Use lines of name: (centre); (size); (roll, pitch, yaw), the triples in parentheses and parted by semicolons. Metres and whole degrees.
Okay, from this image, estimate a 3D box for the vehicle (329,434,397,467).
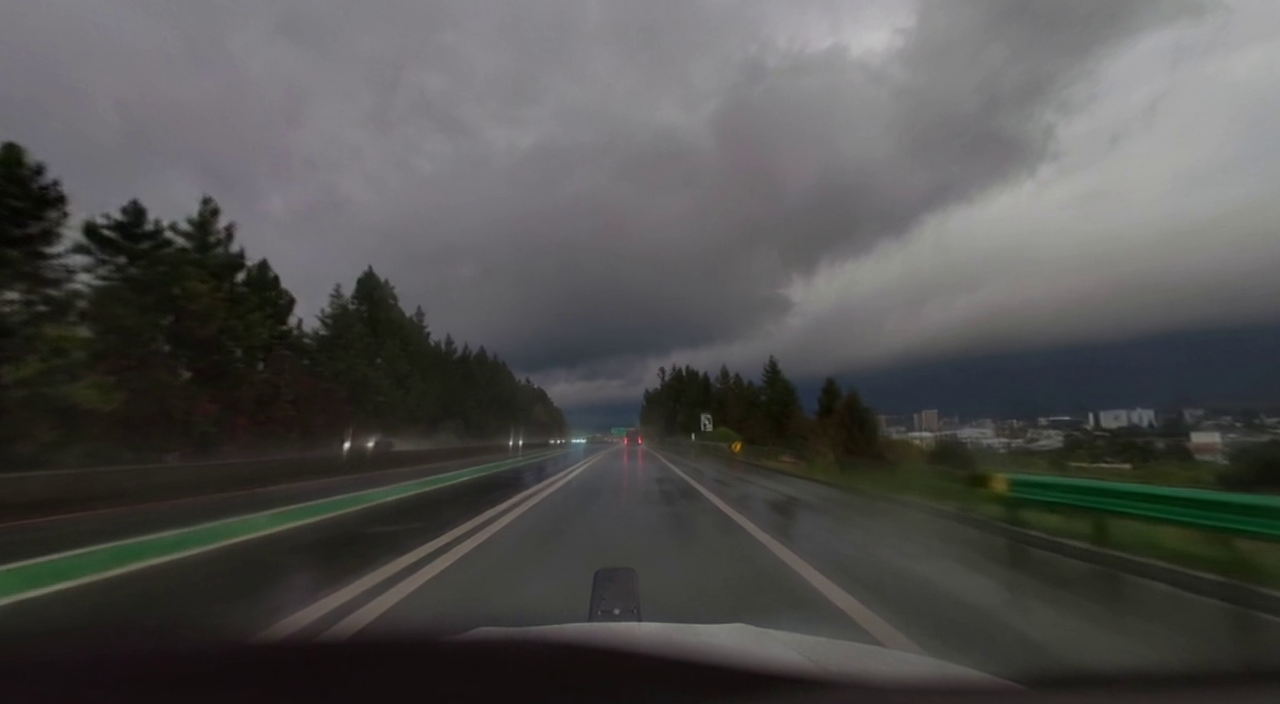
vehicle: (-17.267, 6.123, 39.565); (2.124, 1.891, 4.742); (0, -8, 0)
